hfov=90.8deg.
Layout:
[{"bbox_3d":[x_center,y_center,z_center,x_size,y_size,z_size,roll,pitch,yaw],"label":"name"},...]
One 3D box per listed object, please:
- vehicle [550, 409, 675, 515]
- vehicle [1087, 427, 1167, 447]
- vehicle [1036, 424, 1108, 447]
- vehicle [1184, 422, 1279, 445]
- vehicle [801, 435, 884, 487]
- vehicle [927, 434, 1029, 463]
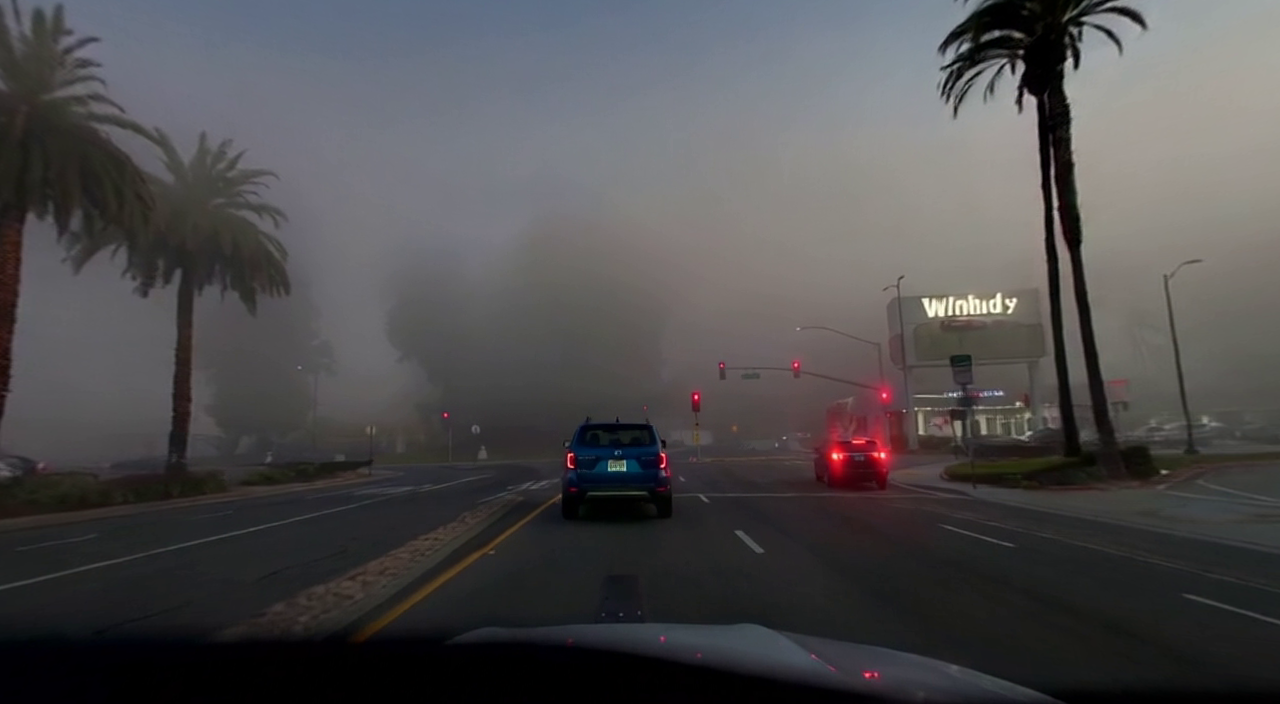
[{"bbox_3d":[-0.528,2.360,13.931,2.263,1.932,4.709,0,-9,-1],"label":"vehicle"},{"bbox_3d":[36.728,6.448,47.772,4.551,1.471,1.800,-5,-10,32],"label":"vehicle"},{"bbox_3d":[31.966,6.222,46.883,4.167,1.655,1.841,-5,-10,31],"label":"vehicle"},{"bbox_3d":[39.300,5.441,41.935,4.527,1.458,1.778,-6,-10,34],"label":"vehicle"},{"bbox_3d":[6.856,3.713,21.890,2.086,1.560,4.542,-1,-9,9],"label":"vehicle"},{"bbox_3d":[18.294,5.217,34.225,4.745,1.474,1.923,2,-9,-14],"label":"vehicle"}]
